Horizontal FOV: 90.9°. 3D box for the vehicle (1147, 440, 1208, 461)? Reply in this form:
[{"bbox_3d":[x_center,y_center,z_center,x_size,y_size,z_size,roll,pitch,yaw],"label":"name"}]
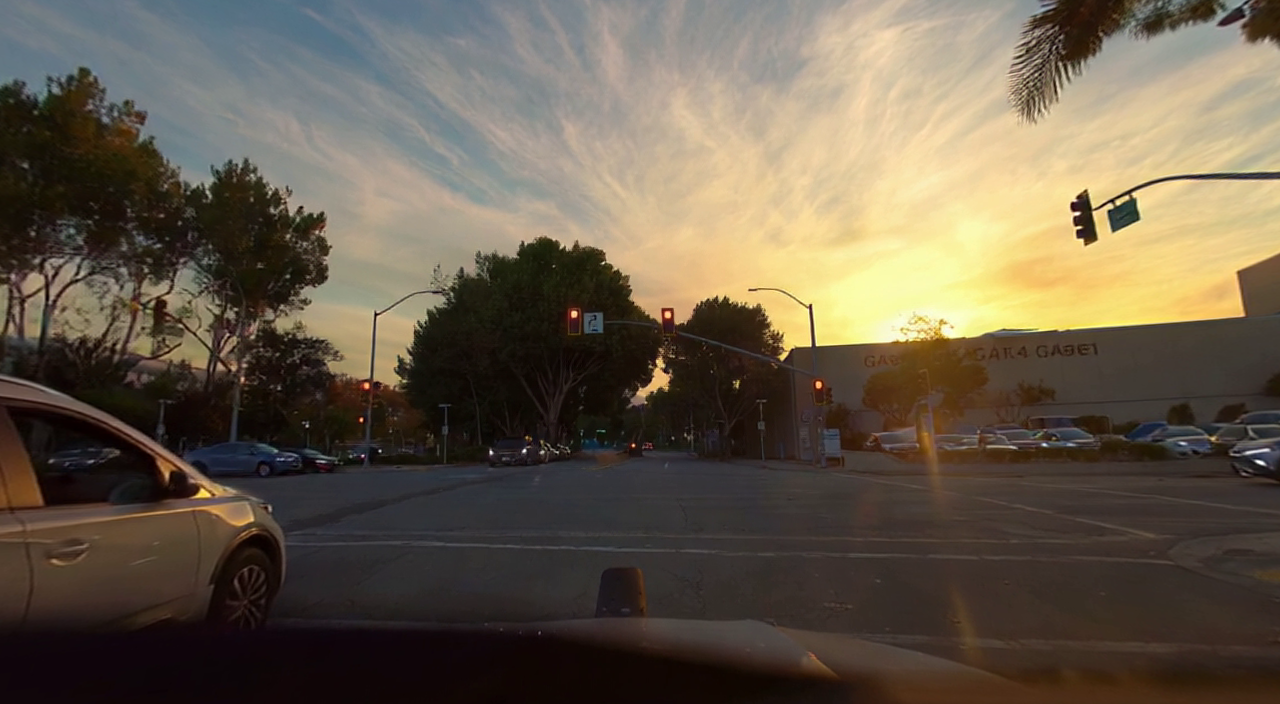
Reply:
[{"bbox_3d":[41.165,7.597,48.357,1.767,1.456,4.191,-5,-11,15],"label":"vehicle"}]

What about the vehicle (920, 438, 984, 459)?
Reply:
[{"bbox_3d":[21.486,6.651,43.385,3.576,1.425,1.702,2,-9,-12],"label":"vehicle"}]

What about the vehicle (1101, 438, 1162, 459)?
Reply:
[{"bbox_3d":[38.485,7.554,49.493,1.837,1.514,4.786,-2,-9,13],"label":"vehicle"}]

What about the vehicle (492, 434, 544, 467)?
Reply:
[{"bbox_3d":[-7.165,5.854,37.469,2.081,1.818,4.782,0,-8,1],"label":"vehicle"}]

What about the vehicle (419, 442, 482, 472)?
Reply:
[{"bbox_3d":[-10.634,5.913,35.717,2.041,1.548,4.868,0,-8,0],"label":"vehicle"}]

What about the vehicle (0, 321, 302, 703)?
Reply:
[{"bbox_3d":[-3.472,0.758,2.273,2.000,1.789,4.638,0,-8,-2],"label":"vehicle"}]
